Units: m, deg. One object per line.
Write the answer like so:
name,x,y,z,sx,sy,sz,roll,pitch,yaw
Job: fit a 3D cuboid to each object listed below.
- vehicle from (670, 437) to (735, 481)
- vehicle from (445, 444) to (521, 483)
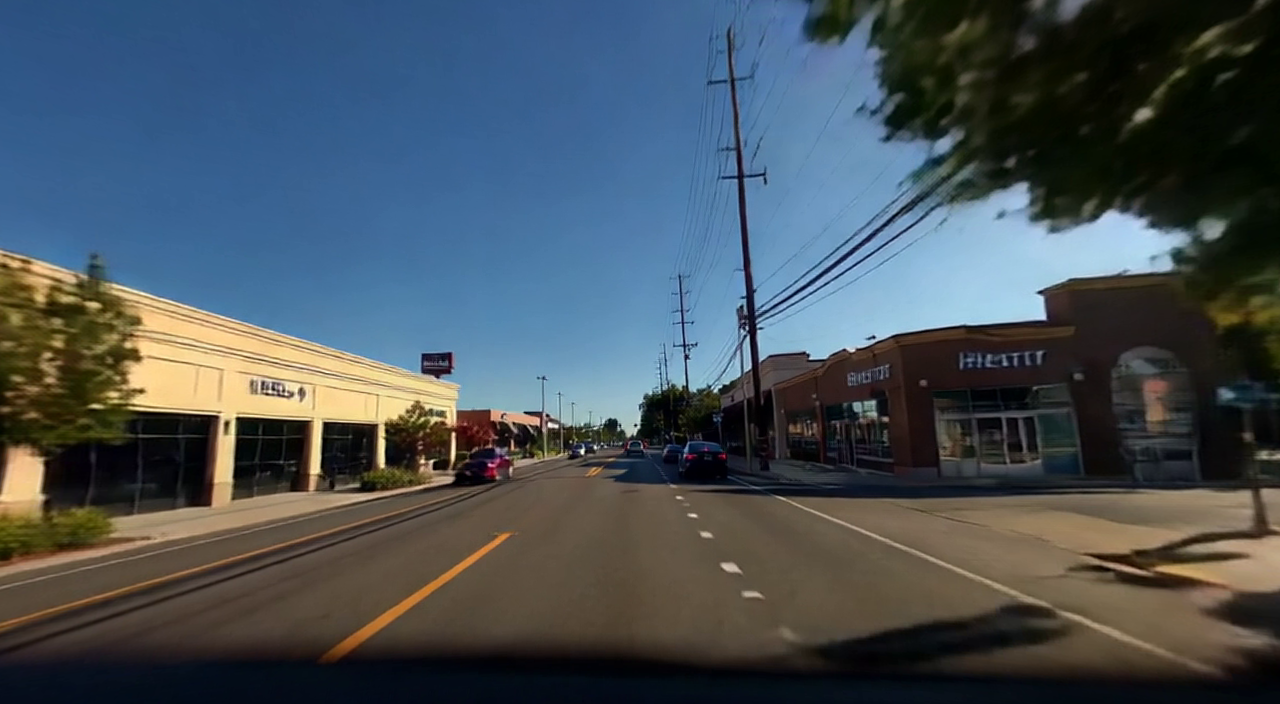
vehicle,2.255,3.988,23.775,1.975,1.497,3.647,0,-8,-2
vehicle,-6.403,4.590,26.333,2.069,1.490,4.254,0,-8,0
